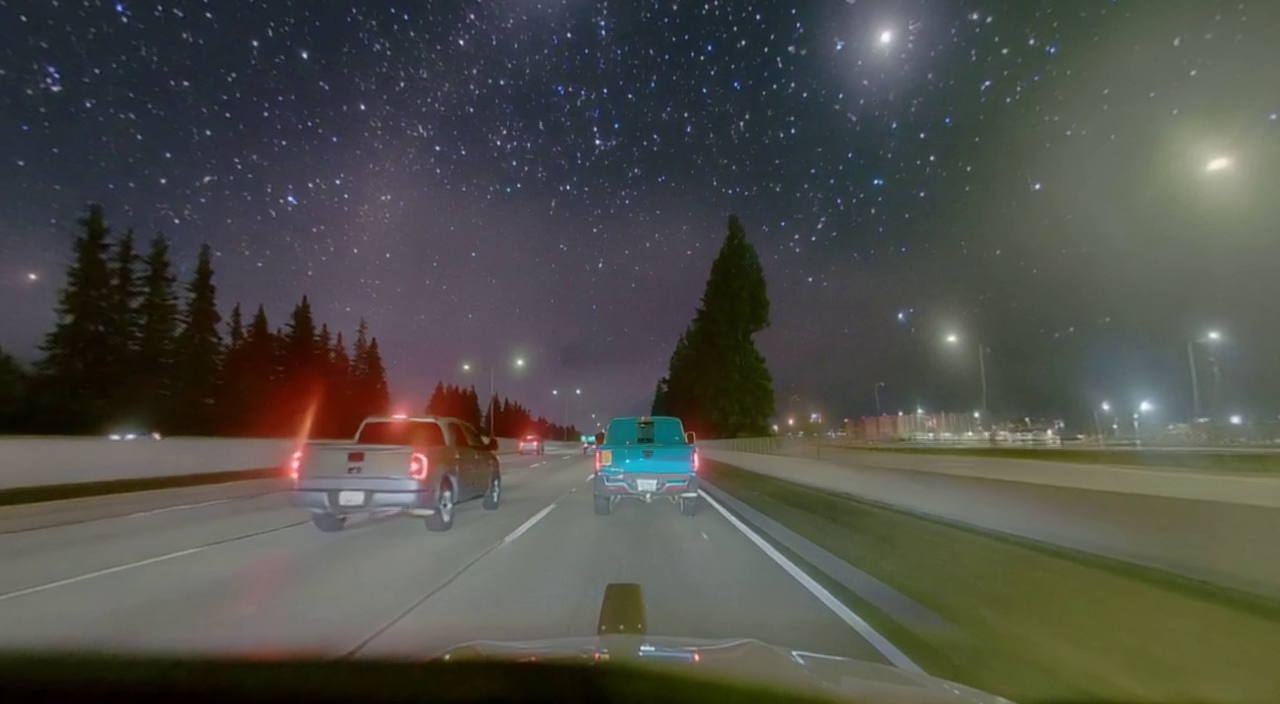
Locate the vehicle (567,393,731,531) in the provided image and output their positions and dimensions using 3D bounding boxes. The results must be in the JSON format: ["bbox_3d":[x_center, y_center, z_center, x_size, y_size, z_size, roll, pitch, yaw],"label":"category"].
[{"bbox_3d":[0.131,1.967,11.736,2.395,2.013,4.734,0,-8,0],"label":"vehicle"}]

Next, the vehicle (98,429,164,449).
[{"bbox_3d":[-38.081,6.565,47.260,1.842,1.418,3.569,0,-8,2],"label":"vehicle"}]

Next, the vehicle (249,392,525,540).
[{"bbox_3d":[-3.898,1.930,11.255,2.486,1.962,5.525,0,-8,2],"label":"vehicle"}]
